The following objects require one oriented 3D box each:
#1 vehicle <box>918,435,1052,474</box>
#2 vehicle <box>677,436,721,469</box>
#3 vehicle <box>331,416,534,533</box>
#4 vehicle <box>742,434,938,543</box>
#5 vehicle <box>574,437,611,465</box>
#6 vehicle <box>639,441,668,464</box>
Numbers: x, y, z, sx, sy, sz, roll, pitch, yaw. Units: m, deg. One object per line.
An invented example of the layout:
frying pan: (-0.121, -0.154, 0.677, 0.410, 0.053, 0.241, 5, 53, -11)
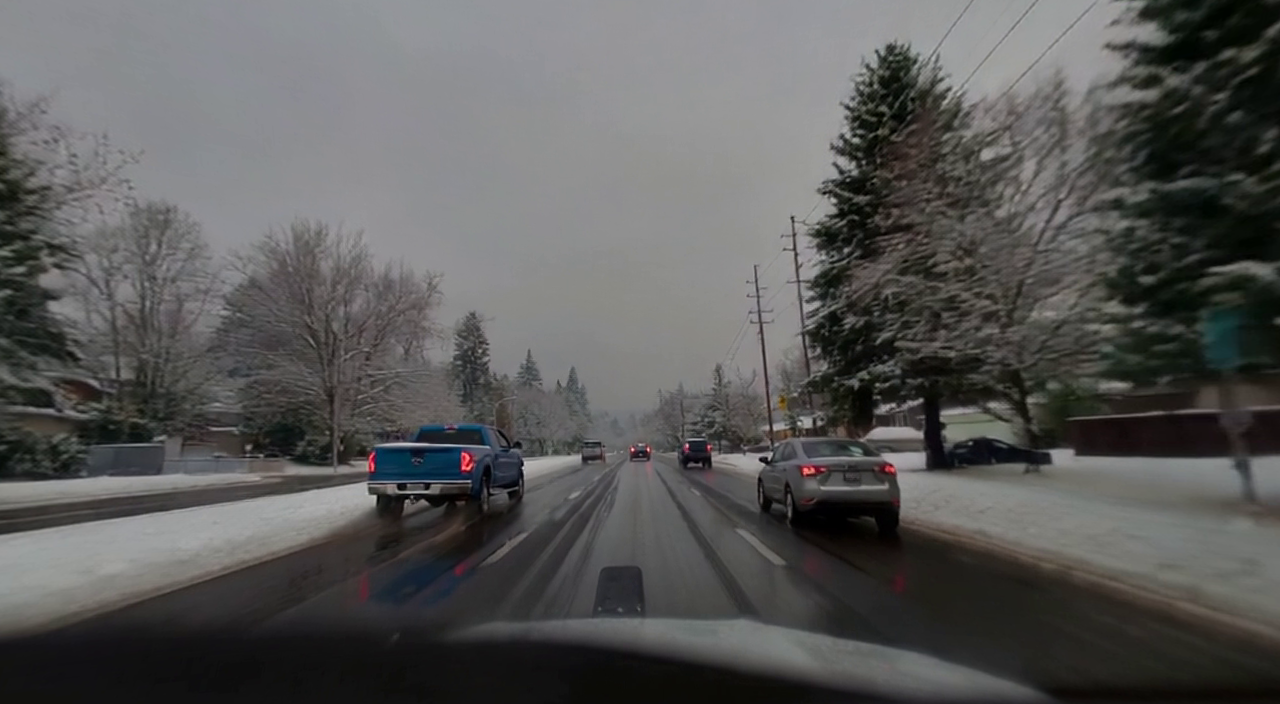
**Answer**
vehicle: (13.796, 4.111, 25.477, 4.300, 1.487, 1.877, 0, -8, 3)
vehicle: (3.462, 6.005, 37.956, 2.099, 1.845, 4.363, 0, -8, -2)
vehicle: (-3.579, 2.225, 12.232, 2.111, 1.745, 5.274, 0, -8, 0)
vehicle: (3.065, 2.161, 10.735, 1.884, 1.463, 4.195, 0, -8, -1)
vehicle: (-3.290, 6.919, 44.341, 2.218, 1.829, 4.492, 0, -8, 0)
vehicle: (1.000, 7.560, 47.880, 1.997, 1.636, 3.760, 0, -8, -2)
